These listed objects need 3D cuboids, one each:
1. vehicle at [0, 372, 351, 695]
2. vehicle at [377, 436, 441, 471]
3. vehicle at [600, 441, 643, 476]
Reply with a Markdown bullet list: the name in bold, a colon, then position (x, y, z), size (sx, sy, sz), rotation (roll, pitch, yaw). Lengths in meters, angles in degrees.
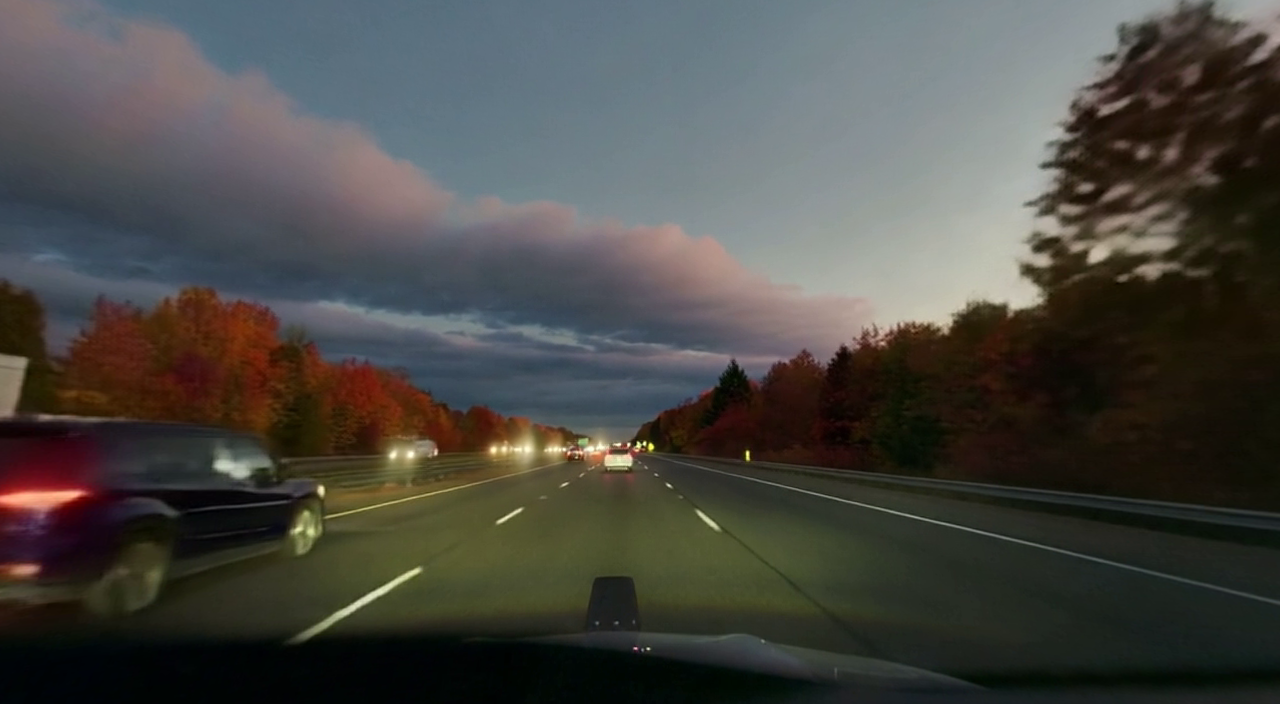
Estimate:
- **vehicle**: position (-4.404, 1.233, 5.015), size (1.974, 1.688, 4.727), rotation (0, -9, -1)
- **vehicle**: position (-13.725, 6.055, 37.576), size (2.071, 1.894, 5.029), rotation (0, -9, -2)
- **vehicle**: position (-0.986, 5.576, 33.042), size (2.115, 1.661, 4.049), rotation (0, -9, -2)
